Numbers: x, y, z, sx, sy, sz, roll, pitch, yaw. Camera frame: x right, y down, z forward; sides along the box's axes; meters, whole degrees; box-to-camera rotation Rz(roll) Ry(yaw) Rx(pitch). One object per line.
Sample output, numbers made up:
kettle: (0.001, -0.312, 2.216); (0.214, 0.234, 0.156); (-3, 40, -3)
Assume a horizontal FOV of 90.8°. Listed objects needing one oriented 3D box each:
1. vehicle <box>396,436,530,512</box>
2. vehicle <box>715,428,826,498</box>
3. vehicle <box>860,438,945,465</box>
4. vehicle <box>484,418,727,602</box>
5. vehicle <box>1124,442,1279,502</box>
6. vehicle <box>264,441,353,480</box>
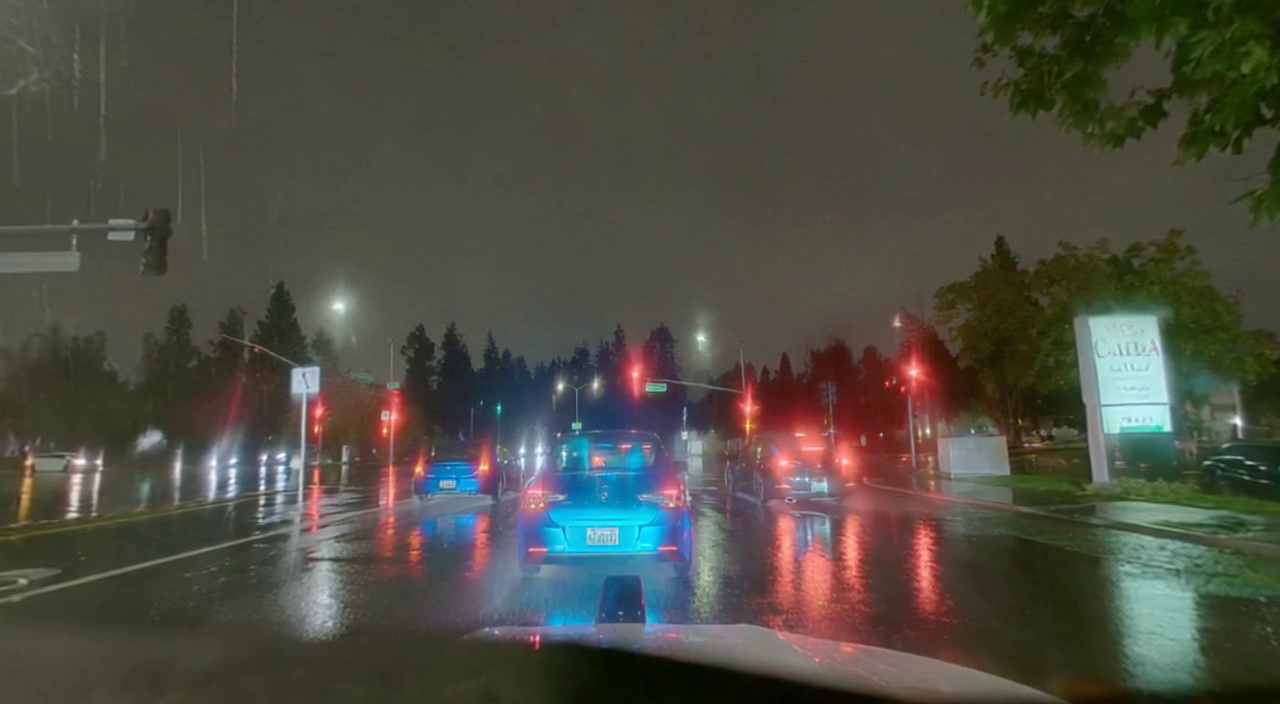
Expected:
vehicle: (-3.780, 2.658, 14.255); (1.998, 1.452, 3.773); (0, -8, -1)
vehicle: (3.421, 3.012, 17.511); (2.028, 1.678, 4.220); (0, -8, -2)
vehicle: (16.088, 6.091, 38.846); (4.419, 1.619, 1.894); (1, -9, -8)
vehicle: (-0.353, 1.645, 7.506); (2.045, 1.533, 4.183); (0, -8, -2)
vehicle: (15.182, 3.035, 16.272); (3.951, 1.418, 1.842); (0, -8, -3)
vehicle: (-16.441, 5.393, 31.629); (2.101, 1.776, 4.550); (0, -8, -2)
